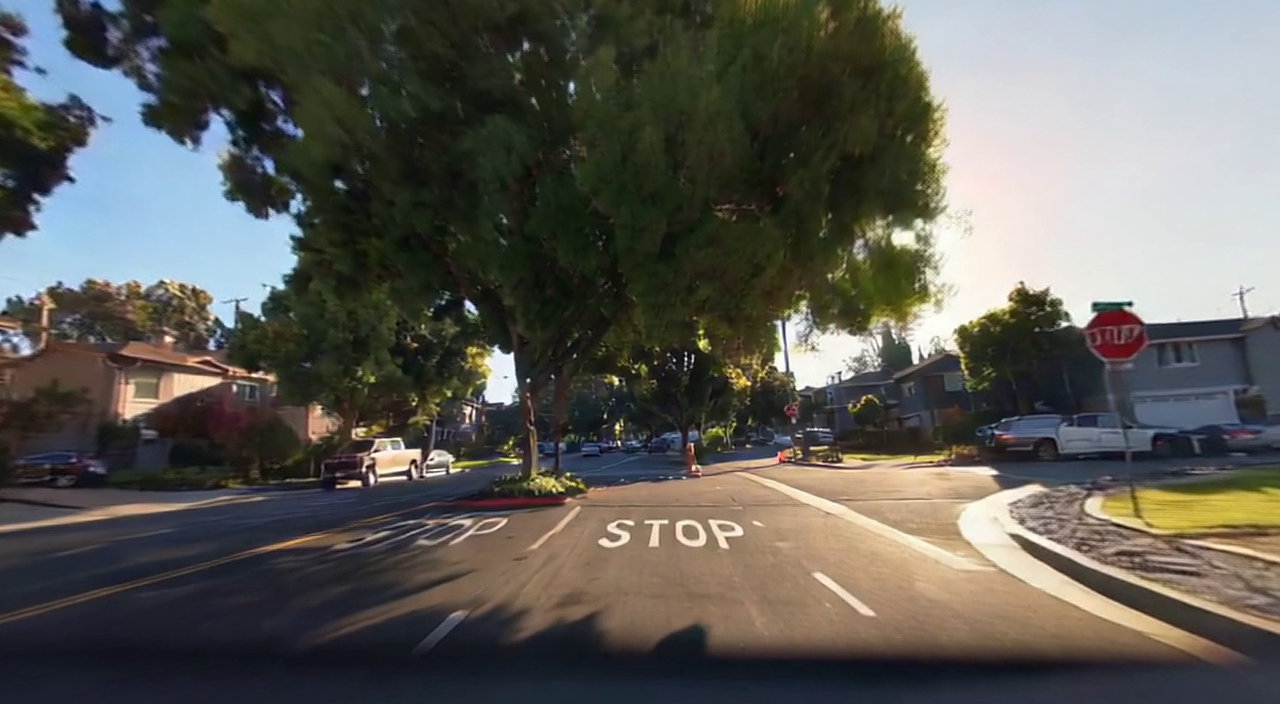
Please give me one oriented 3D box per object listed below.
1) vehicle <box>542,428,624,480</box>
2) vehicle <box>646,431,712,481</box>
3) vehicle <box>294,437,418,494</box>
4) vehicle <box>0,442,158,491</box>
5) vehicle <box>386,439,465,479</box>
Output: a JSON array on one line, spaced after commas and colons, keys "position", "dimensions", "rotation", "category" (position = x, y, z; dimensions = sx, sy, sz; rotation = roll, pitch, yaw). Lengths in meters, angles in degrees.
[{"position": [-1.959, 3.716, 23.125], "dimensions": [2.178, 1.695, 4.339], "rotation": [-1, -8, 6], "category": "vehicle"}, {"position": [1.362, 3.432, 20.967], "dimensions": [1.955, 1.459, 4.383], "rotation": [-1, -8, 5], "category": "vehicle"}, {"position": [-12.114, 4.833, 27.442], "dimensions": [2.191, 1.980, 5.888], "rotation": [-5, -7, 6], "category": "vehicle"}, {"position": [-22.492, 4.551, 25.235], "dimensions": [4.641, 1.808, 2.138], "rotation": [-2, -8, 5], "category": "vehicle"}, {"position": [-11.174, 5.630, 33.173], "dimensions": [2.076, 1.864, 4.730], "rotation": [-4, -10, 6], "category": "vehicle"}]
